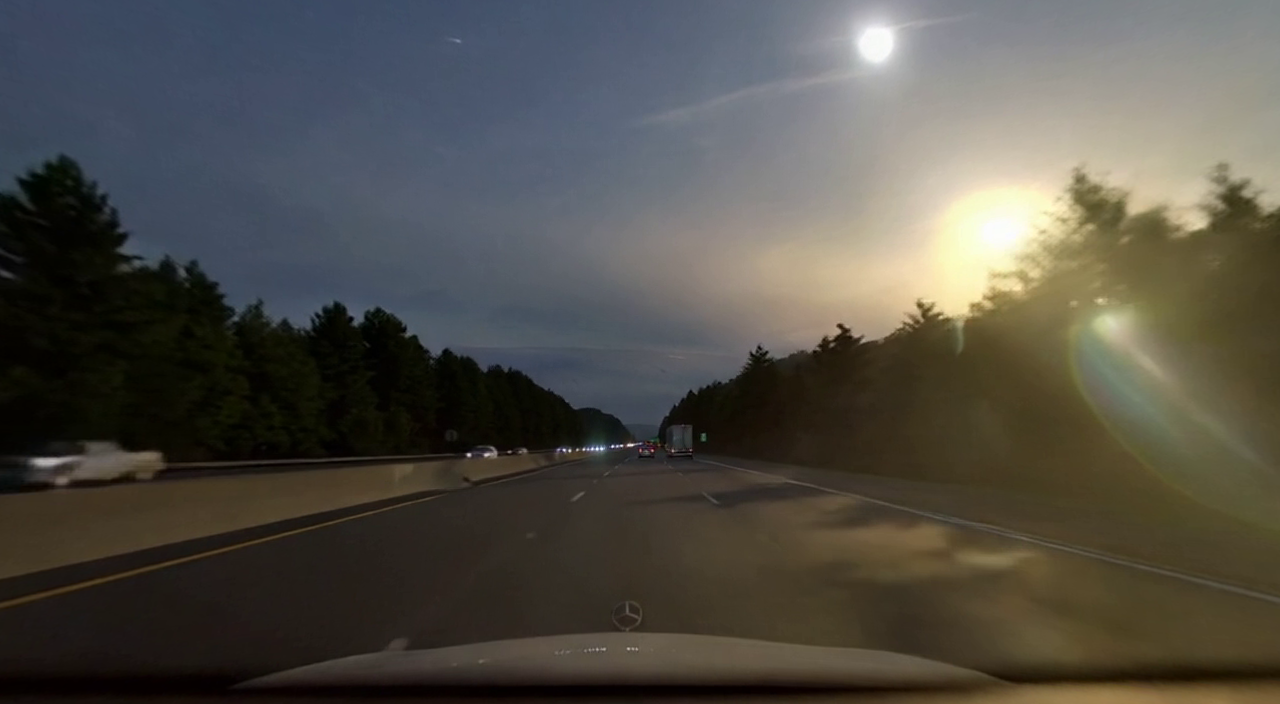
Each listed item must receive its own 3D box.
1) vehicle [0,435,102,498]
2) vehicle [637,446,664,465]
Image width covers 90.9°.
[{"bbox_3d":[-18.933,3.389,18.730,1.996,1.731,4.281,0,-9,0],"label":"vehicle"},{"bbox_3d":[0.791,7.985,48.687,2.023,1.434,4.236,0,-9,1],"label":"vehicle"}]
